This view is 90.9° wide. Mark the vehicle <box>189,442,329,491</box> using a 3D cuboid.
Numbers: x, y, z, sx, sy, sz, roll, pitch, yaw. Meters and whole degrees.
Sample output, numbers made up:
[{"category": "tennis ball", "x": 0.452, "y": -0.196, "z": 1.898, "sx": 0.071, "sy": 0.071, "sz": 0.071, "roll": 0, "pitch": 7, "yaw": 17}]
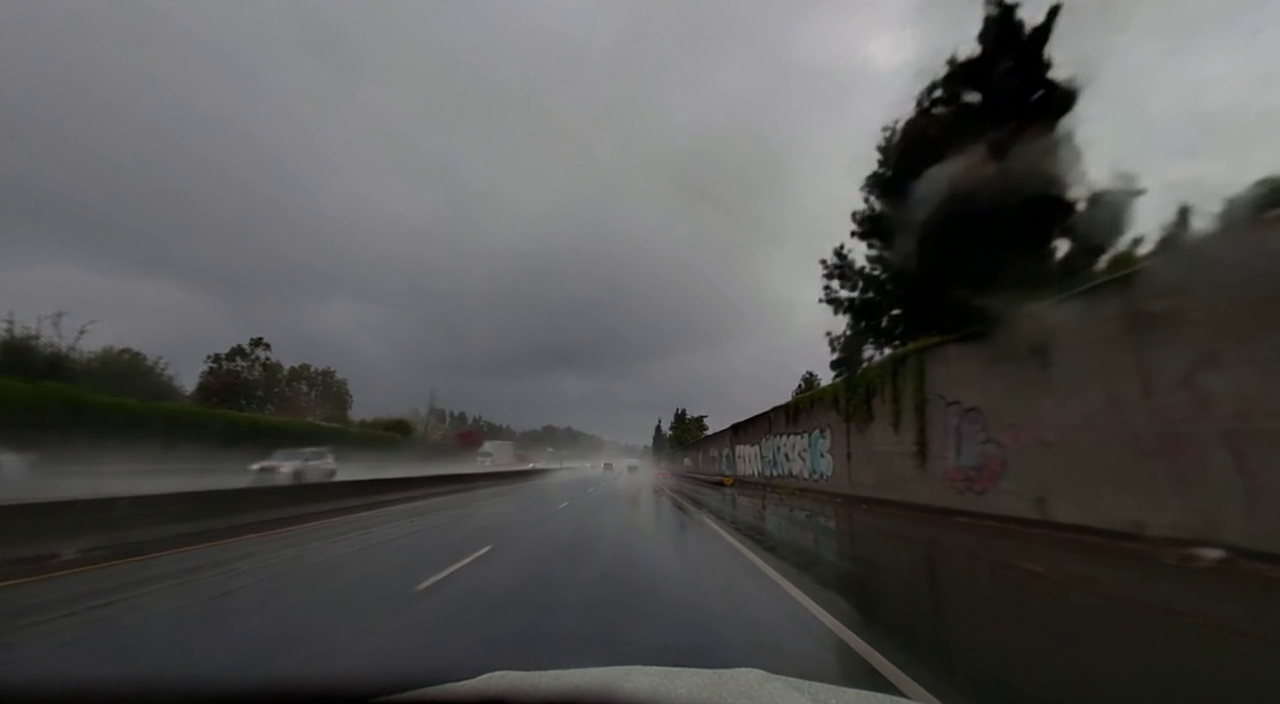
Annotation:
[{"category": "vehicle", "x": -13.212, "y": 4.045, "z": 22.262, "sx": 2.015, "sy": 1.496, "sz": 4.666, "roll": 1, "pitch": -10, "yaw": 0}]
